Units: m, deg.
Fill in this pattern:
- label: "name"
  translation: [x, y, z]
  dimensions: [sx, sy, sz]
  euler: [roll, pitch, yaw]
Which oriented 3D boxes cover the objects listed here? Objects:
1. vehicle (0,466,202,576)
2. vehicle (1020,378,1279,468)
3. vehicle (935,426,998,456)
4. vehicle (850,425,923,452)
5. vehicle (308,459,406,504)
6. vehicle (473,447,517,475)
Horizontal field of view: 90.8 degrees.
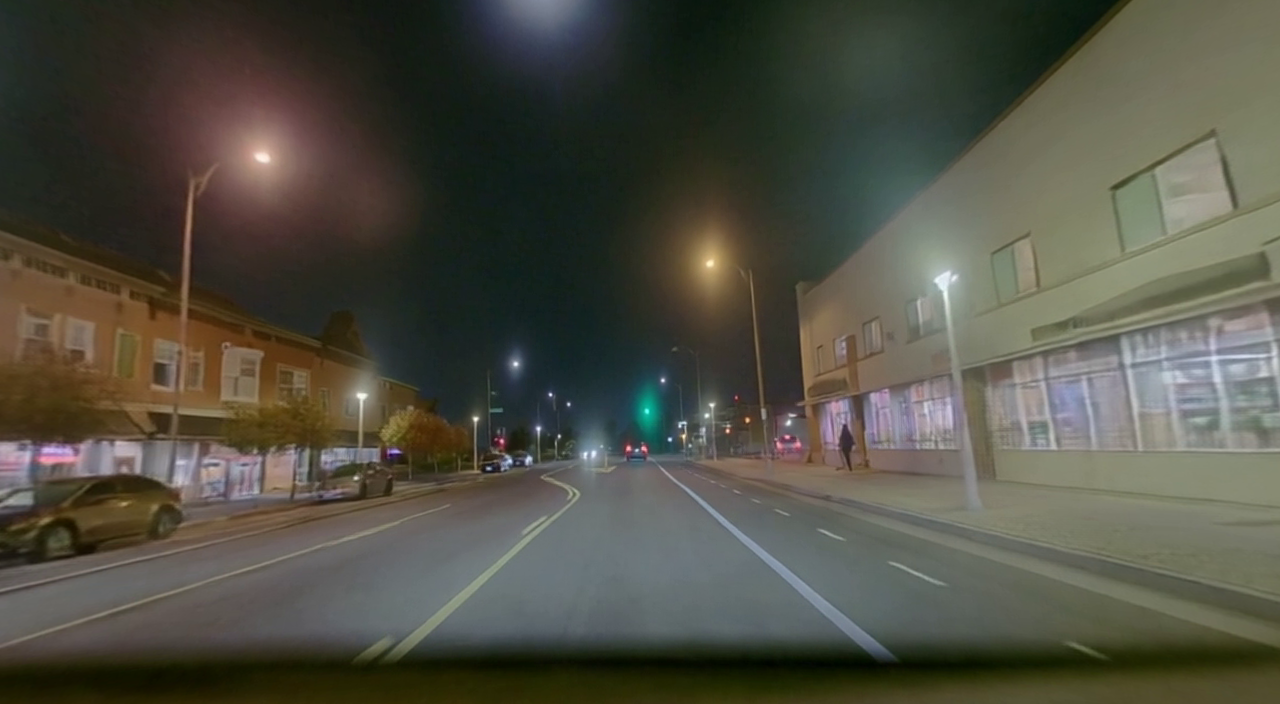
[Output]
- label: "vehicle"
  translation: [-10.855, 3.071, 12.178]
  dimensions: [1.837, 1.586, 4.155]
  euler: [0, -8, 0]
- label: "vehicle"
  translation: [12.862, 1.930, 16.500]
  dimensions: [2.532, 1.997, 5.001]
  euler: [0, -8, -3]
- label: "vehicle"
  translation: [17.102, 4.693, 33.294]
  dimensions: [1.773, 1.446, 4.421]
  euler: [-3, -8, 12]
- label: "vehicle"
  translation: [16.948, 5.976, 43.562]
  dimensions: [4.135, 1.753, 2.122]
  euler: [-1, -9, 1]
- label: "vehicle"
  translation: [-11.003, 5.034, 24.958]
  dimensions: [1.828, 1.470, 4.523]
  euler: [0, -8, 0]
- label: "vehicle"
  translation: [-10.843, 8.134, 47.516]
  dimensions: [2.033, 1.930, 4.786]
  euler: [-1, -8, 2]
